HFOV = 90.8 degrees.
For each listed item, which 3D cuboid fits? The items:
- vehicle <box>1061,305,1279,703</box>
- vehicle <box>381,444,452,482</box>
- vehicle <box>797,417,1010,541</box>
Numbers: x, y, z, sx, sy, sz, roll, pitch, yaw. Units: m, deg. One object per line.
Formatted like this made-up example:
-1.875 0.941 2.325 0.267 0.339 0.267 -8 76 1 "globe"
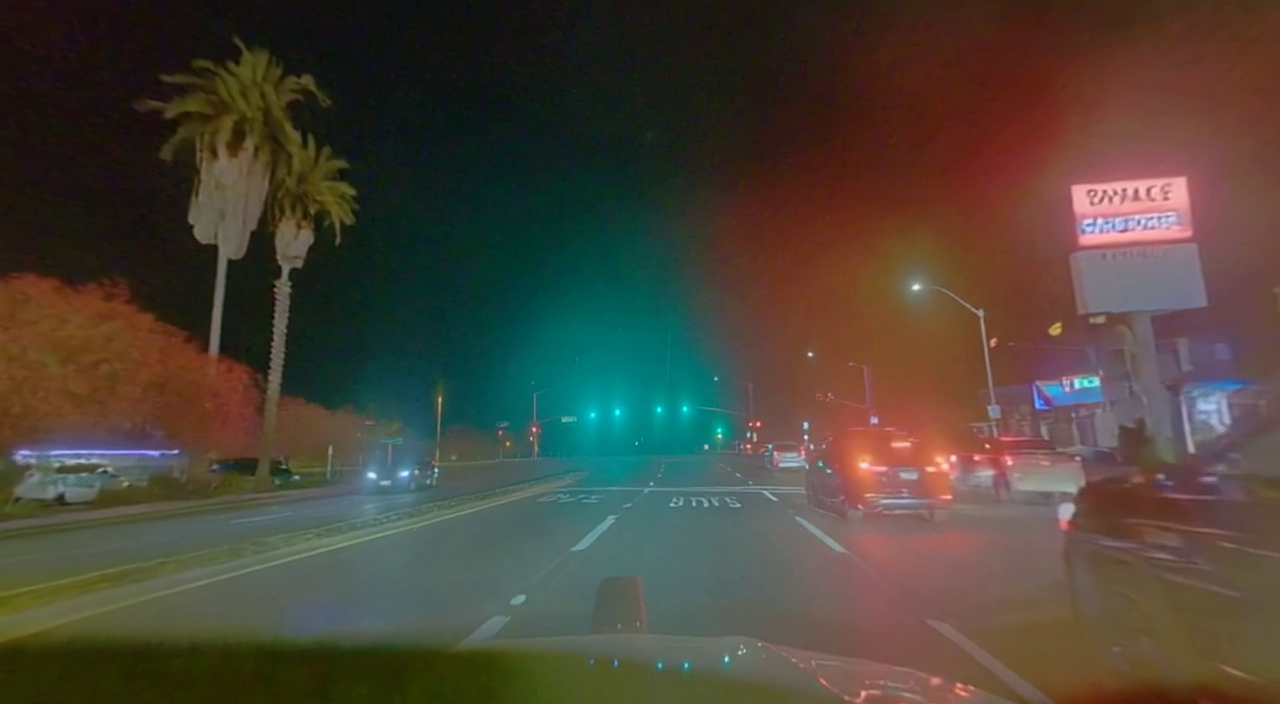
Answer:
3.507 0.551 1.083 2.428 1.816 4.959 -1 -9 5 "vehicle"
-11.443 5.676 32.693 1.979 1.724 4.334 -3 -9 1 "vehicle"
4.347 2.170 11.445 2.061 1.744 4.752 -1 -9 4 "vehicle"
